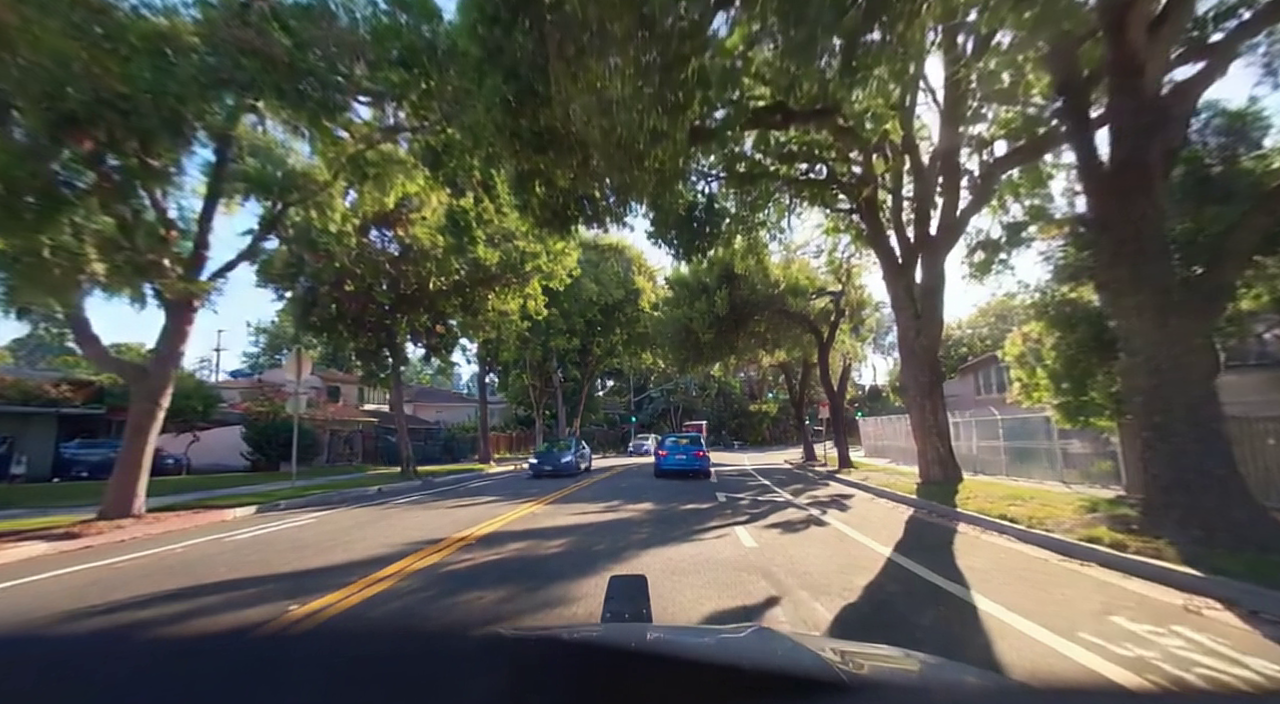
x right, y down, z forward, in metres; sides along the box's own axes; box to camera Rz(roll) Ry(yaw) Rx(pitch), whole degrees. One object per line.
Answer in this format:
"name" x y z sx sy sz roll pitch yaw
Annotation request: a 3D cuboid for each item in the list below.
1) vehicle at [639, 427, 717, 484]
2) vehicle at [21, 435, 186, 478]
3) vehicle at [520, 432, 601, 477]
"vehicle" 1.133 3.034 18.803 2.070 1.516 3.936 0 -8 3
"vehicle" -19.969 3.858 23.778 1.937 1.450 4.422 -1 -8 9
"vehicle" -2.827 3.752 23.457 1.961 1.498 4.401 -1 -8 7
